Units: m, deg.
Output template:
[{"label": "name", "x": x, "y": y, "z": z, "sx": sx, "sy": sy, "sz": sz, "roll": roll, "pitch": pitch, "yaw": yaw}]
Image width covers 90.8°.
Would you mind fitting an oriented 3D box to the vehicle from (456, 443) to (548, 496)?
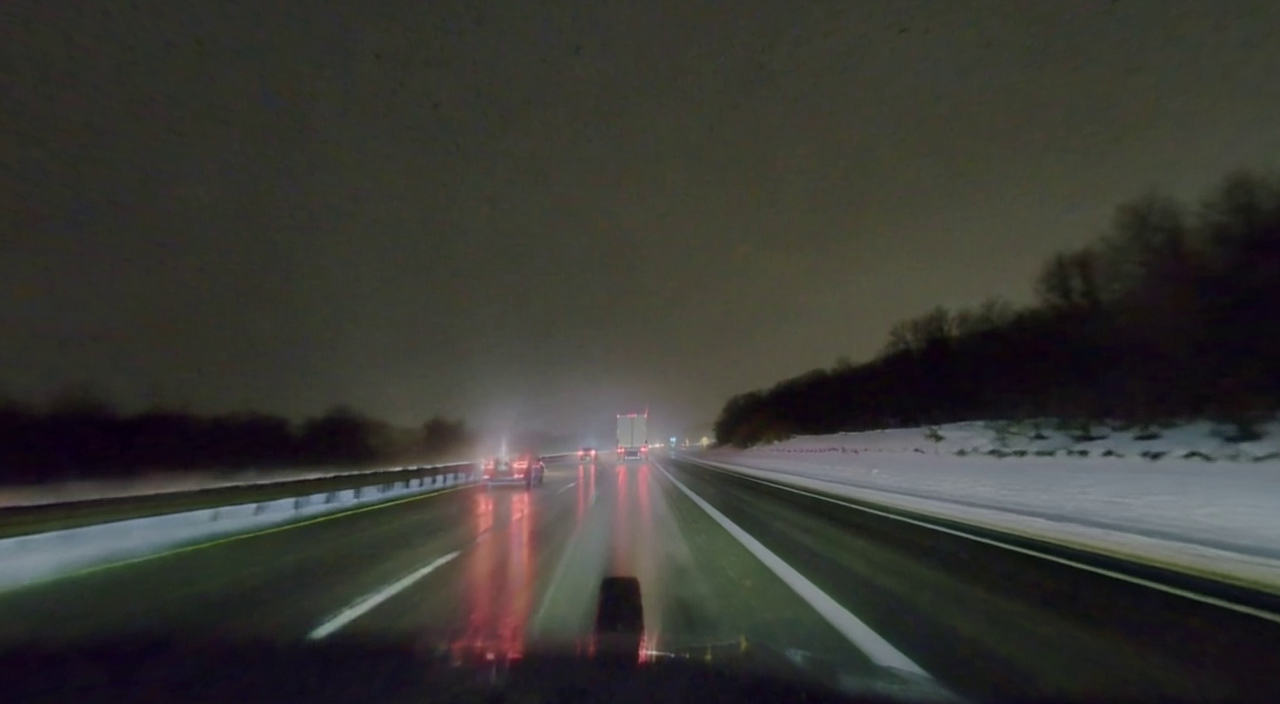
[{"label": "vehicle", "x": -4.271, "y": 3.705, "z": 20.244, "sx": 1.978, "sy": 1.507, "sz": 4.062, "roll": 0, "pitch": -9, "yaw": 0}]
